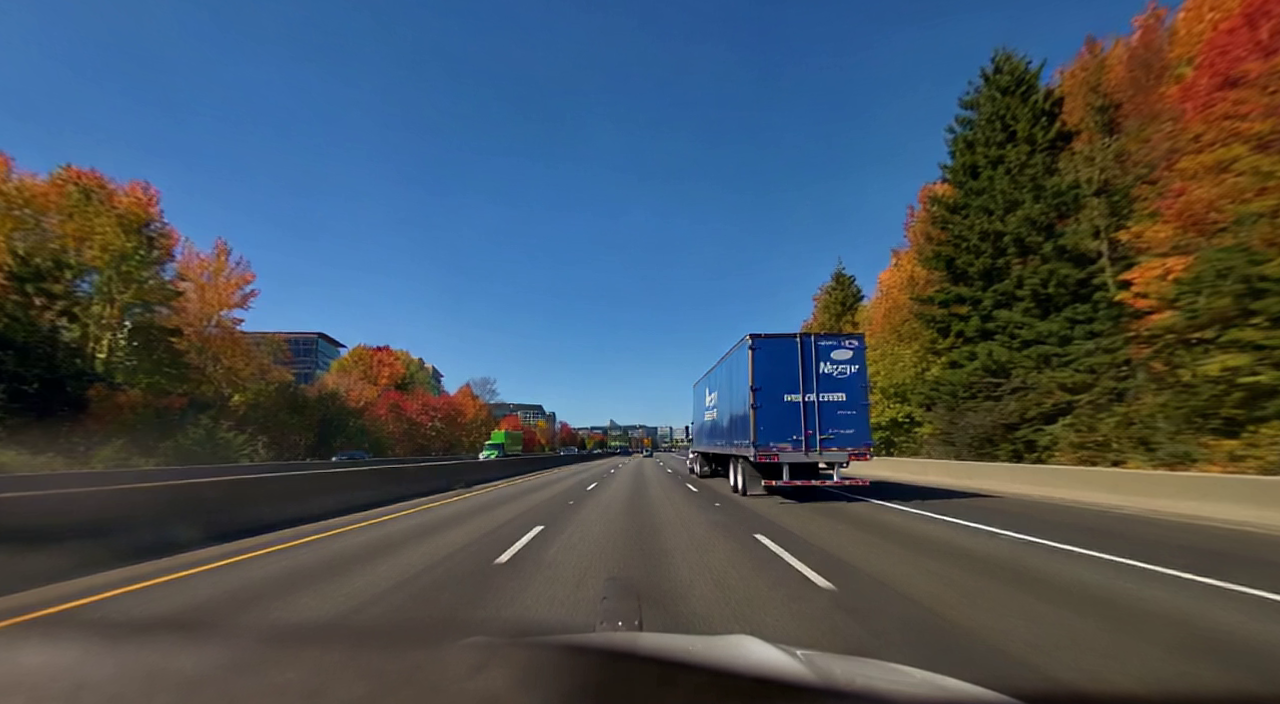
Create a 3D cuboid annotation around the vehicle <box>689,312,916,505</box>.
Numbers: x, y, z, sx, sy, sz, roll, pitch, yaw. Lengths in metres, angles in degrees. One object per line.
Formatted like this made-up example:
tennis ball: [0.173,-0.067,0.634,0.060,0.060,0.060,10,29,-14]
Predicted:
vehicle: [3.899,2.385,20.990,3.003,3.880,16.814,0,-9,0]
